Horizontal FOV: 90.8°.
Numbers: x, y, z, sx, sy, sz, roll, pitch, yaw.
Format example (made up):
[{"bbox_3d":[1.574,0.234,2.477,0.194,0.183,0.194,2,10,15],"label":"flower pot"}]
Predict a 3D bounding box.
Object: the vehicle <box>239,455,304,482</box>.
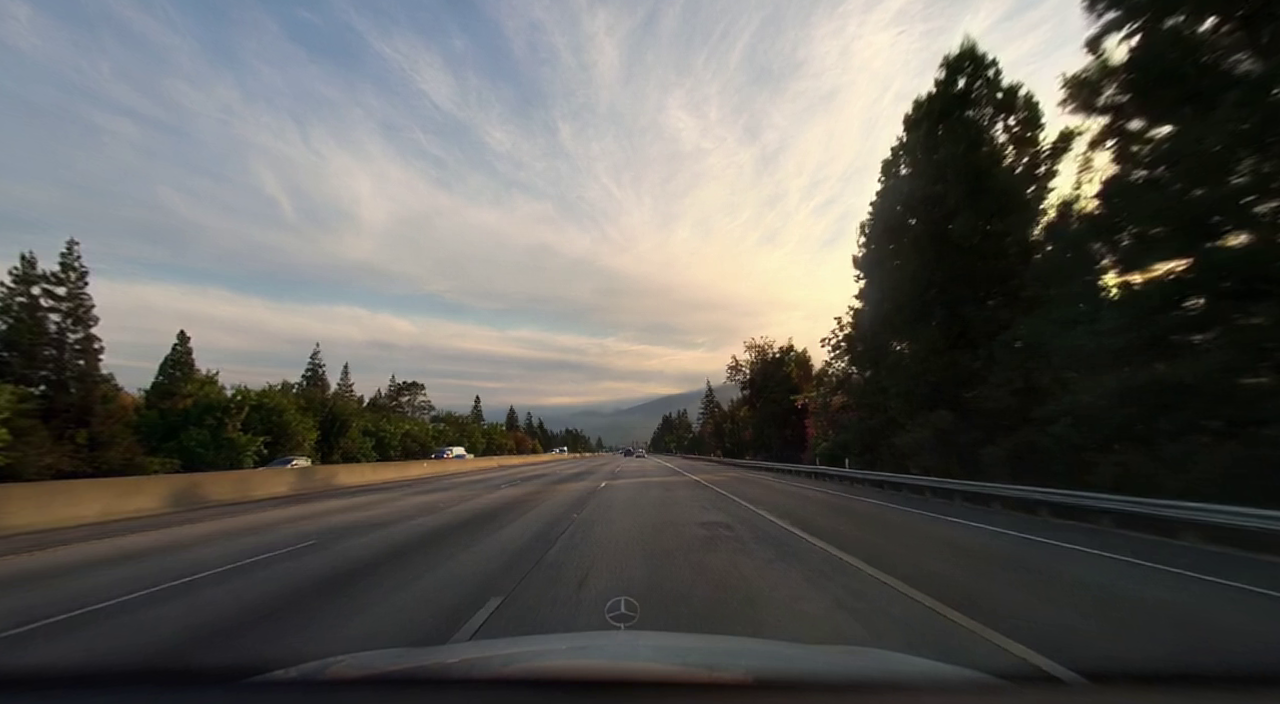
[{"bbox_3d":[-24.061,7.590,41.368,1.819,1.583,4.052,0,-9,0],"label":"vehicle"}]
